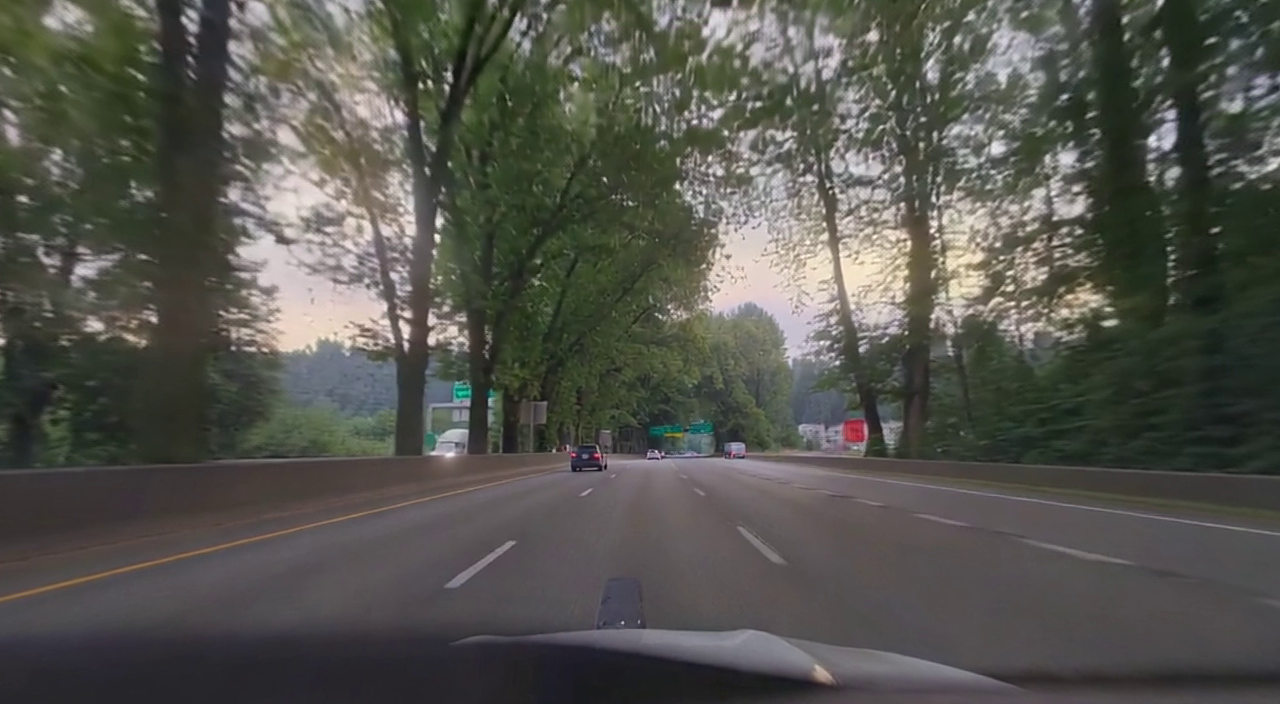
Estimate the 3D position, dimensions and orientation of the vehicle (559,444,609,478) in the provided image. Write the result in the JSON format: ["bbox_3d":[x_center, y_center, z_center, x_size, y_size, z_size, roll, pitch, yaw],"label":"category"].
[{"bbox_3d":[-2.853,5.672,33.125,2.086,1.650,4.122,0,-9,2],"label":"vehicle"}]

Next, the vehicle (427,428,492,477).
[{"bbox_3d":[-13.343,7.502,47.274,2.450,3.334,7.290,0,-9,2],"label":"vehicle"}]
